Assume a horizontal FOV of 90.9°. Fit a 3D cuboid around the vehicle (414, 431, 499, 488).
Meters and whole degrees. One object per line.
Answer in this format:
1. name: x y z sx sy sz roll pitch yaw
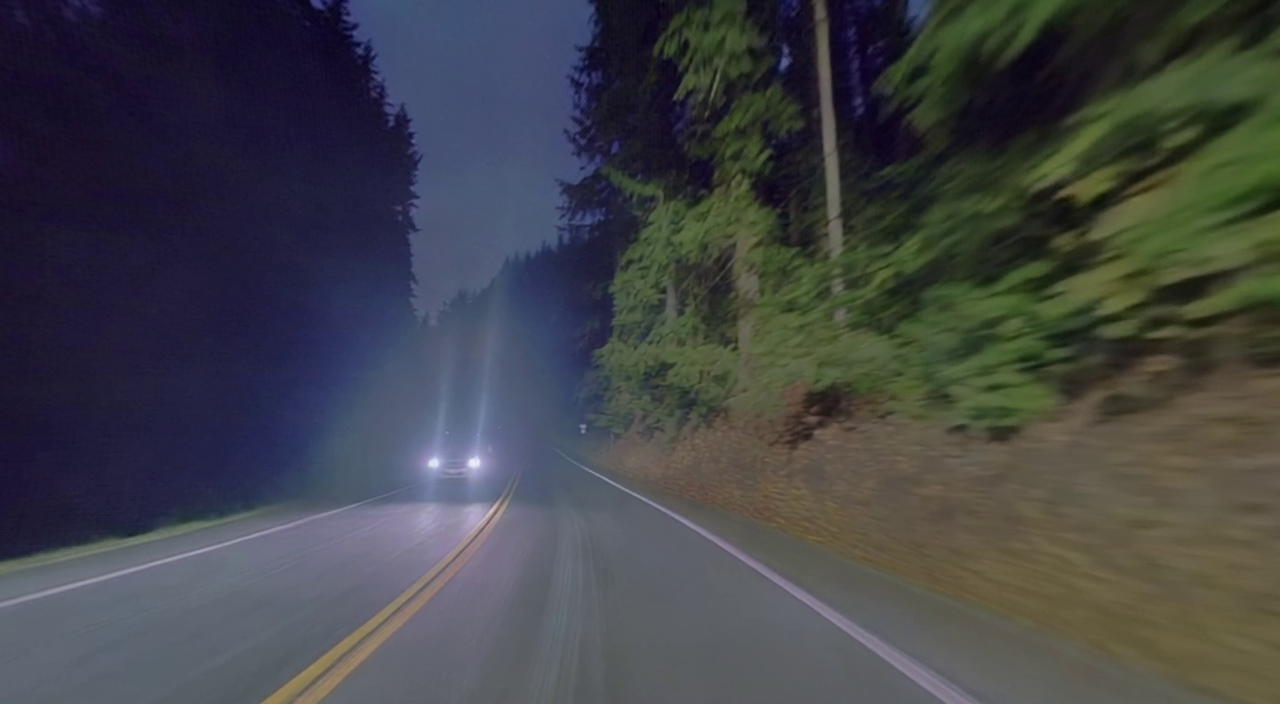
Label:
1. vehicle: -6.660 3.956 23.509 2.213 1.882 4.693 1 -9 -6
